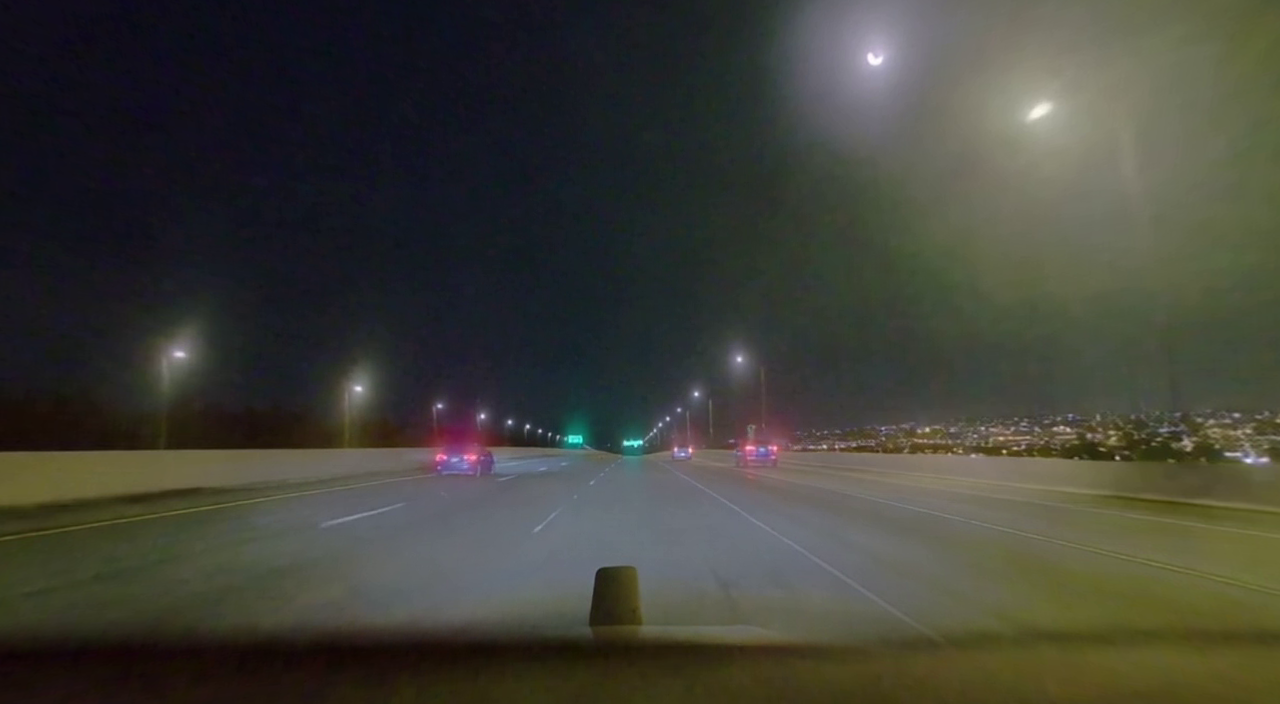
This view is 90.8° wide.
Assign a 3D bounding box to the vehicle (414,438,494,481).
[{"bbox_3d":[-8.073,4.680,27.986,2.083,1.696,5.464,1,-8,-2],"label":"vehicle"}]

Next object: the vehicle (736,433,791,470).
[{"bbox_3d":[6.863,5.594,35.701,2.065,1.953,4.605,0,-8,-1],"label":"vehicle"}]

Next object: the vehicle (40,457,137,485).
[{"bbox_3d":[-32.709,7.022,37.633,1.855,1.466,4.350,0,-8,0],"label":"vehicle"}]

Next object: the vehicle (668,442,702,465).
[{"bbox_3d":[3.150,7.202,44.937,2.000,1.533,3.770,0,-8,-1],"label":"vehicle"}]
